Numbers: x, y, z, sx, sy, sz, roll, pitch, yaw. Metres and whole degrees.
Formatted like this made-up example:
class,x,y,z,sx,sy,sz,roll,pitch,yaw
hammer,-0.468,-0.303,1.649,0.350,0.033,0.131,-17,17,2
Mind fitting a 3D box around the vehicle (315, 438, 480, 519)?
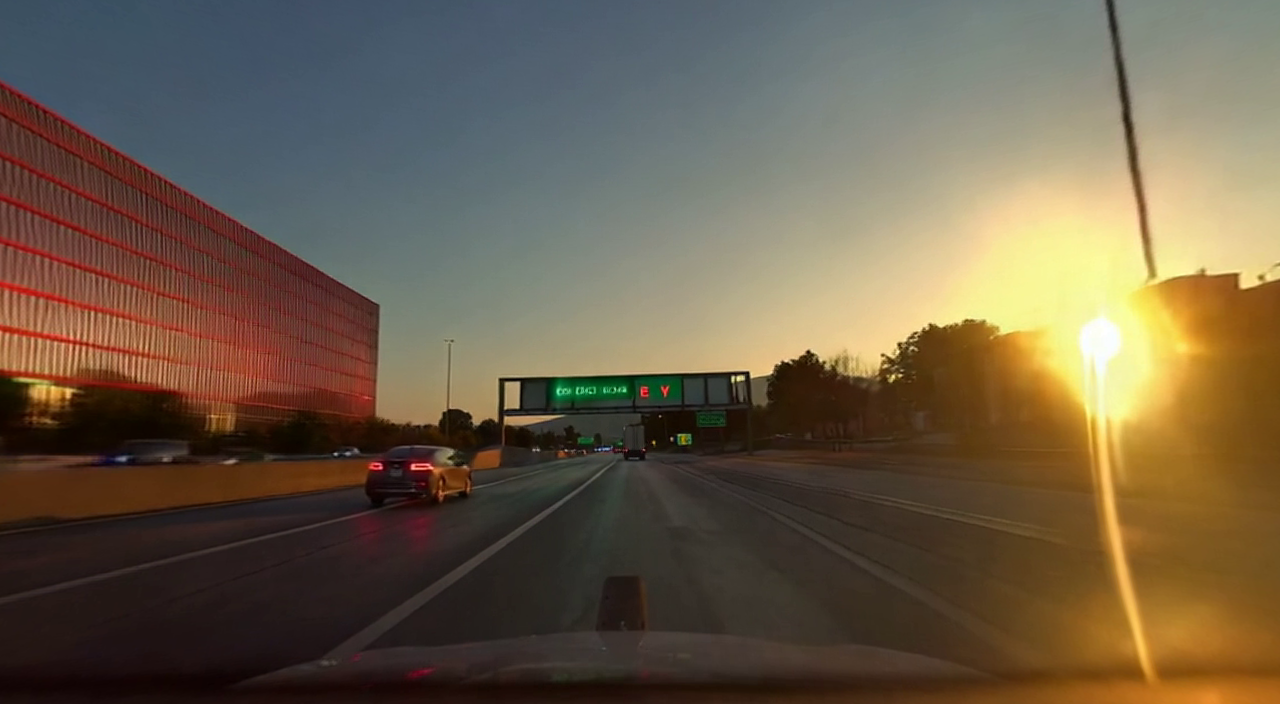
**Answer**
class,x,y,z,sx,sy,sz,roll,pitch,yaw
vehicle,-5.130,2.713,14.066,1.943,1.510,4.201,0,-9,1
